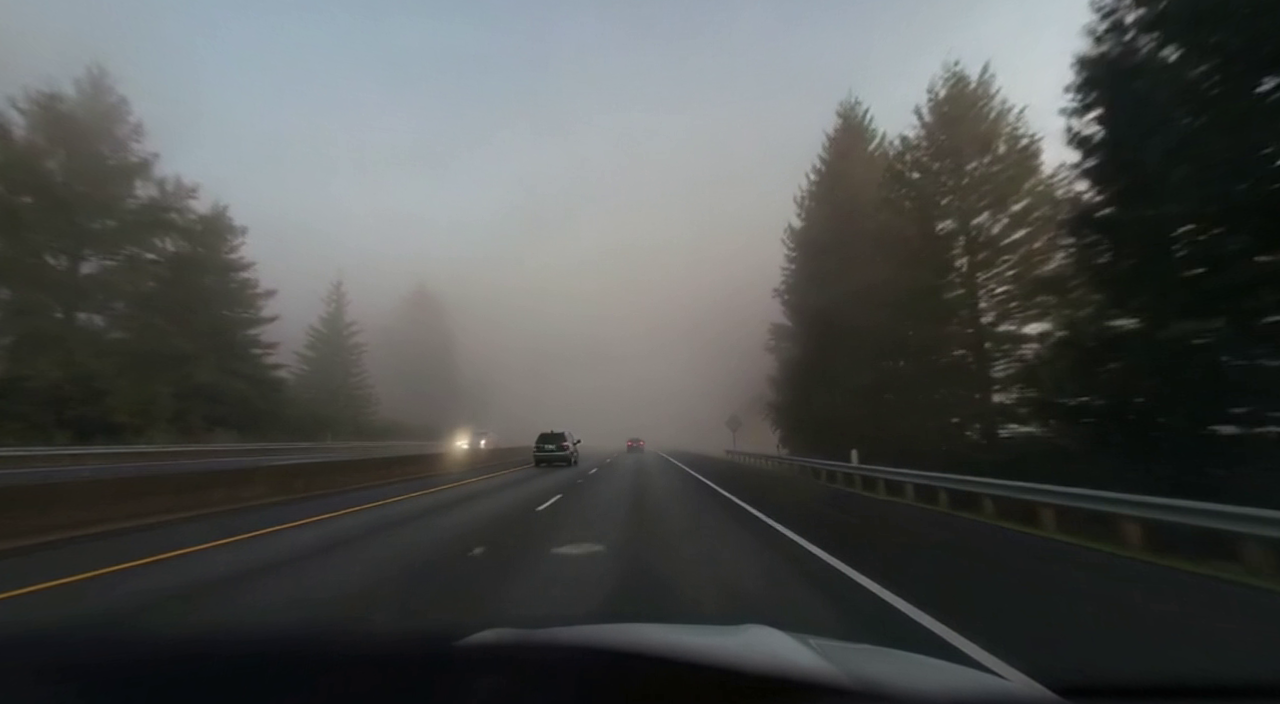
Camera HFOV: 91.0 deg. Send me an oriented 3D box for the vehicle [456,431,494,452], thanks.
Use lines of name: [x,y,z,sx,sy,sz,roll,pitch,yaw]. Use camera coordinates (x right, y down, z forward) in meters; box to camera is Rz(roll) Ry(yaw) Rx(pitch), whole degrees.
vehicle: [-12.678,6.923,48.617,1.887,1.536,4.163,0,-8,-1]

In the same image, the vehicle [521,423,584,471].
vehicle: [-3.934,4.381,29.158,2.241,2.034,4.890,0,-8,0]
